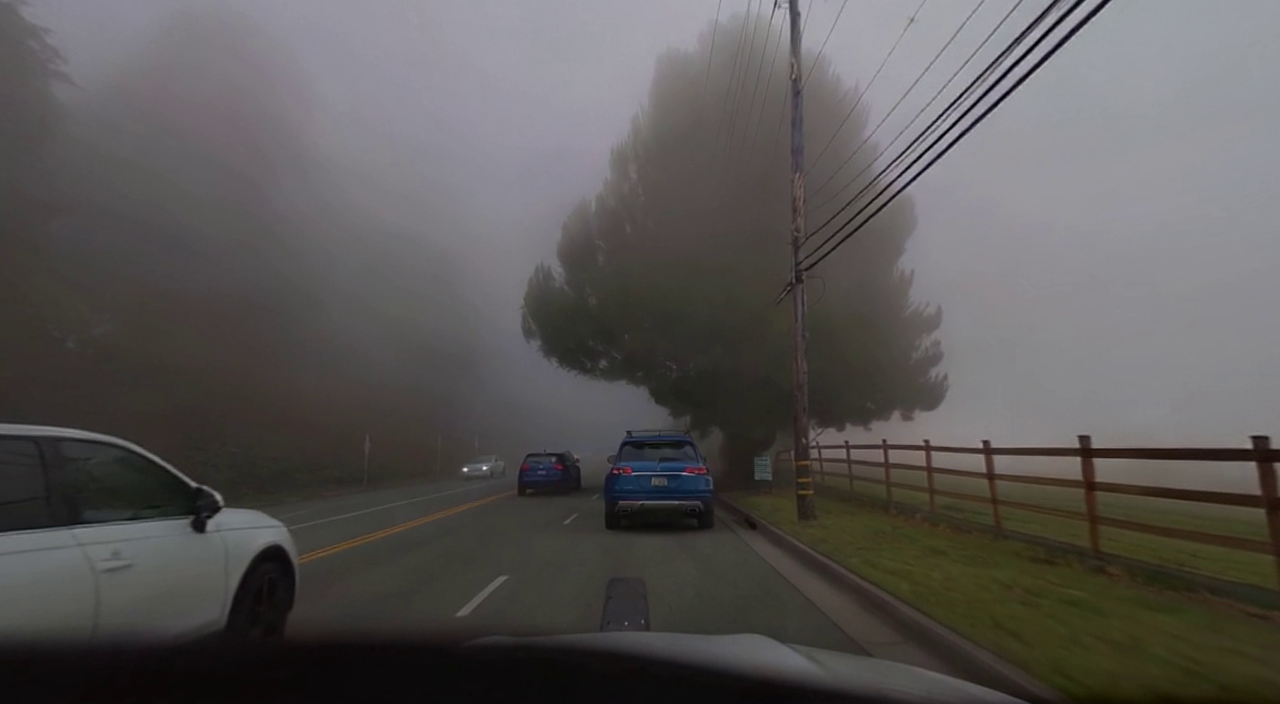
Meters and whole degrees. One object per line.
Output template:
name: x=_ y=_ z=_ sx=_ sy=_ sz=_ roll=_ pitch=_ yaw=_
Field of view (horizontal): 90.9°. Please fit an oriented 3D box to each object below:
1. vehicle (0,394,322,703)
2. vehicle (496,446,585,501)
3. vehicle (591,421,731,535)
vehicle: x=-3.398 y=0.977 z=2.483 sx=2.033 sy=1.574 sz=4.132 roll=0 pitch=-8 yaw=1
vehicle: x=-2.920 y=3.645 z=19.408 sx=1.979 sy=1.489 sz=4.006 roll=0 pitch=-8 yaw=1
vehicle: x=0.351 y=2.277 z=11.949 sx=2.174 sy=1.749 sz=4.113 roll=0 pitch=-8 yaw=1
